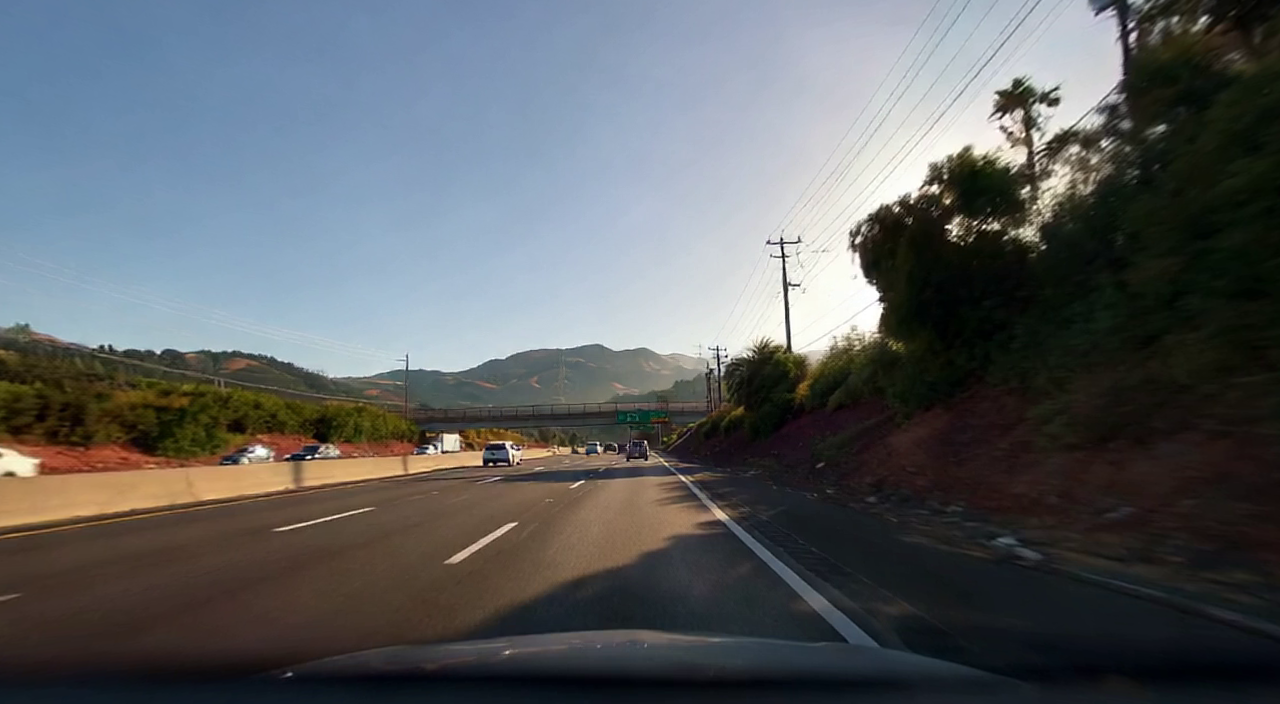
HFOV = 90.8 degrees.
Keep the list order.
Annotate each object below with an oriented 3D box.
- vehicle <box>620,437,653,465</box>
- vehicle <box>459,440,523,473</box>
[{"bbox_3d":[-0.212,6.606,42.277,2.063,1.715,4.299,0,-8,0],"label":"vehicle"},{"bbox_3d":[-7.346,5.187,31.688,2.077,1.511,4.323,0,-8,1],"label":"vehicle"}]
